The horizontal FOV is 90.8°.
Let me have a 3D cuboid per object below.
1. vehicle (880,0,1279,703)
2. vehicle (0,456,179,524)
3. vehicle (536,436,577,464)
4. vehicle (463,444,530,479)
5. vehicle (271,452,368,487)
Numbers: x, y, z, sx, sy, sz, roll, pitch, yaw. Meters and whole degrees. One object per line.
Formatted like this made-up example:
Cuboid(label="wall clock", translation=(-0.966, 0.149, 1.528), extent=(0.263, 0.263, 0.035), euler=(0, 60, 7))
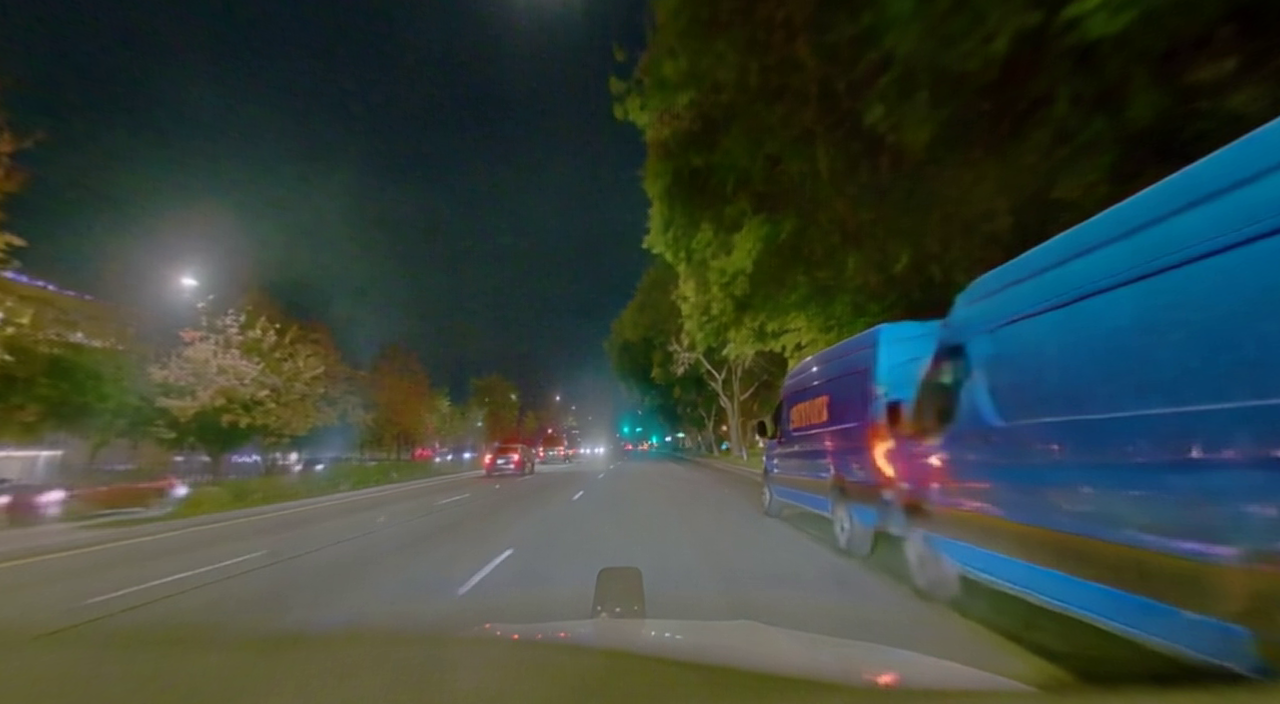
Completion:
Cuboid(label="vehicle", translation=(3.590, 0.386, 3.250), extent=(2.791, 3.026, 4.668), euler=(0, -9, 0))
Cuboid(label="vehicle", translation=(-14.878, 3.536, 16.742), extent=(1.842, 1.472, 4.639), euler=(0, -9, -1))
Cuboid(label="vehicle", translation=(-6.336, 7.554, 48.752), extent=(2.332, 2.039, 5.678), euler=(0, -9, 1))
Cuboid(label="vehicle", translation=(-6.514, 4.999, 29.200), extent=(1.970, 1.456, 4.441), euler=(0, -9, 1))
Cuboid(label="vehicle", translation=(-14.745, 5.404, 29.421), extent=(2.031, 1.466, 4.592), euler=(0, -9, 1))
